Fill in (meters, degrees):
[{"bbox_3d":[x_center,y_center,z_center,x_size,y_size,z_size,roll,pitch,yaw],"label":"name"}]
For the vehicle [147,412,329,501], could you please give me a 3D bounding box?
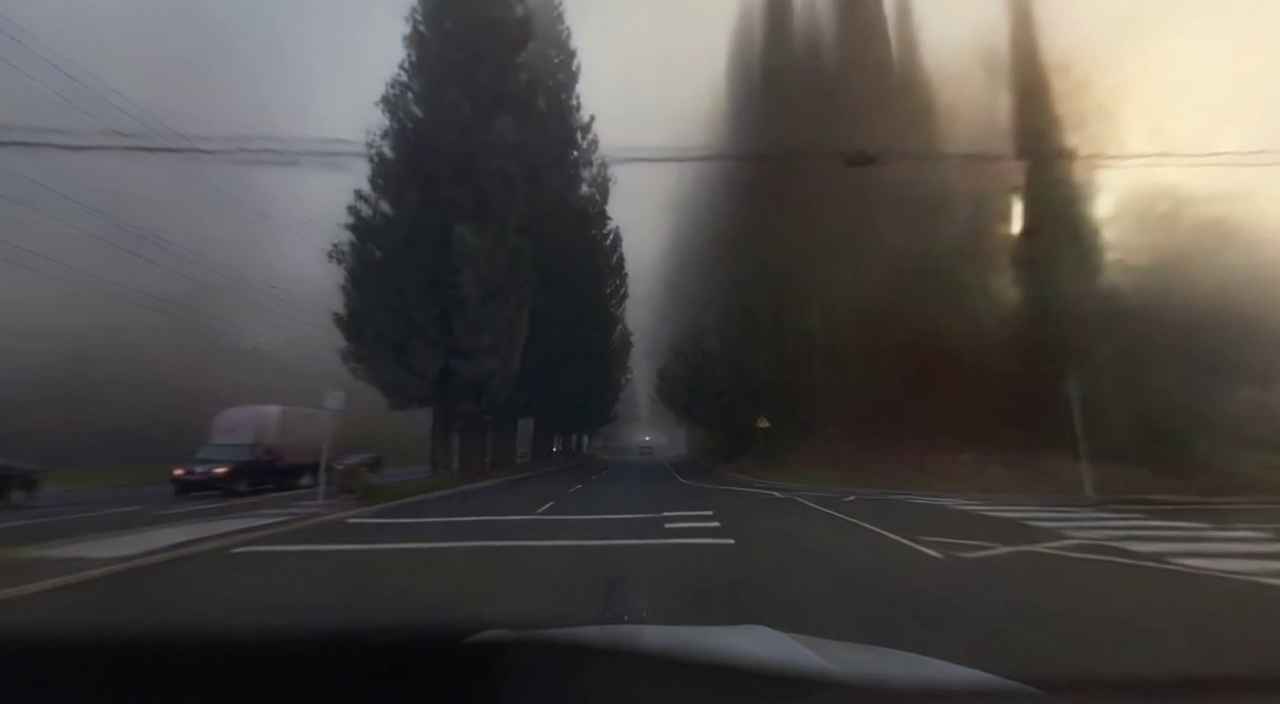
[{"bbox_3d":[-13.347,3.522,21.599,2.305,2.620,5.830,0,-8,0],"label":"vehicle"}]
